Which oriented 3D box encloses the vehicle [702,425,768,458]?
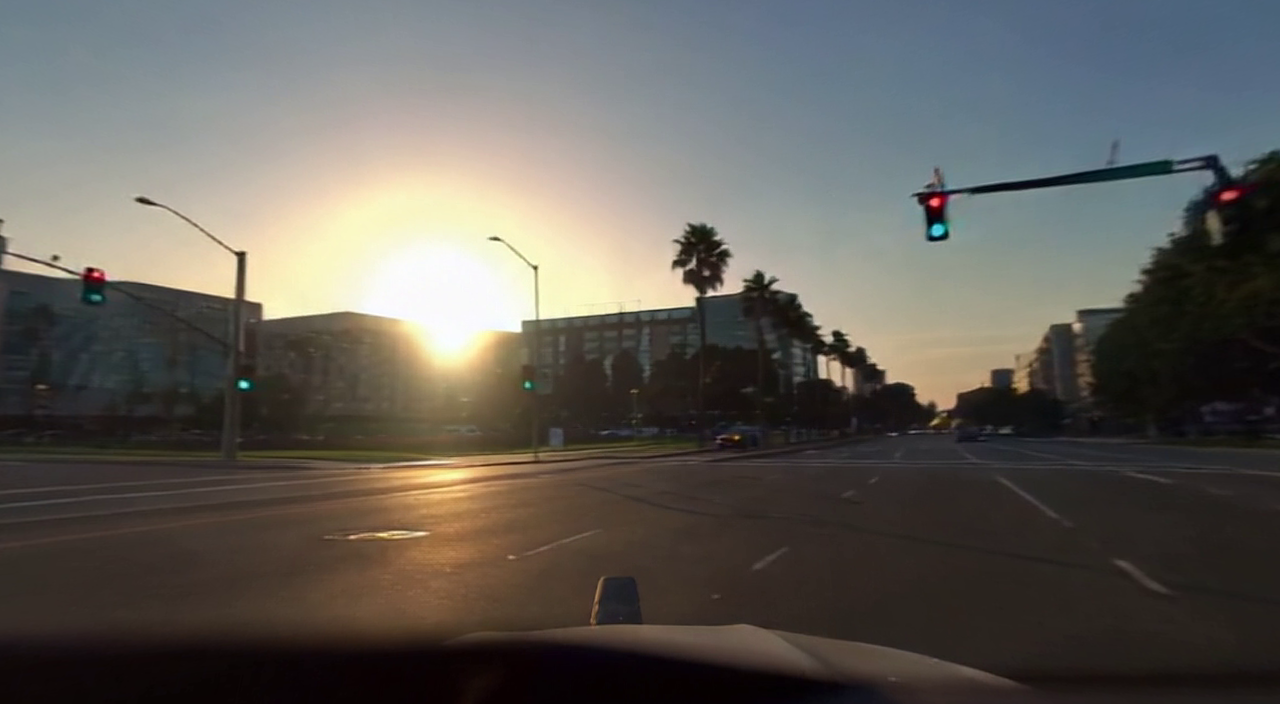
[{"bbox_3d":[4.686,4.318,30.579,2.149,1.477,4.186,-4,-9,23],"label":"vehicle"}]
